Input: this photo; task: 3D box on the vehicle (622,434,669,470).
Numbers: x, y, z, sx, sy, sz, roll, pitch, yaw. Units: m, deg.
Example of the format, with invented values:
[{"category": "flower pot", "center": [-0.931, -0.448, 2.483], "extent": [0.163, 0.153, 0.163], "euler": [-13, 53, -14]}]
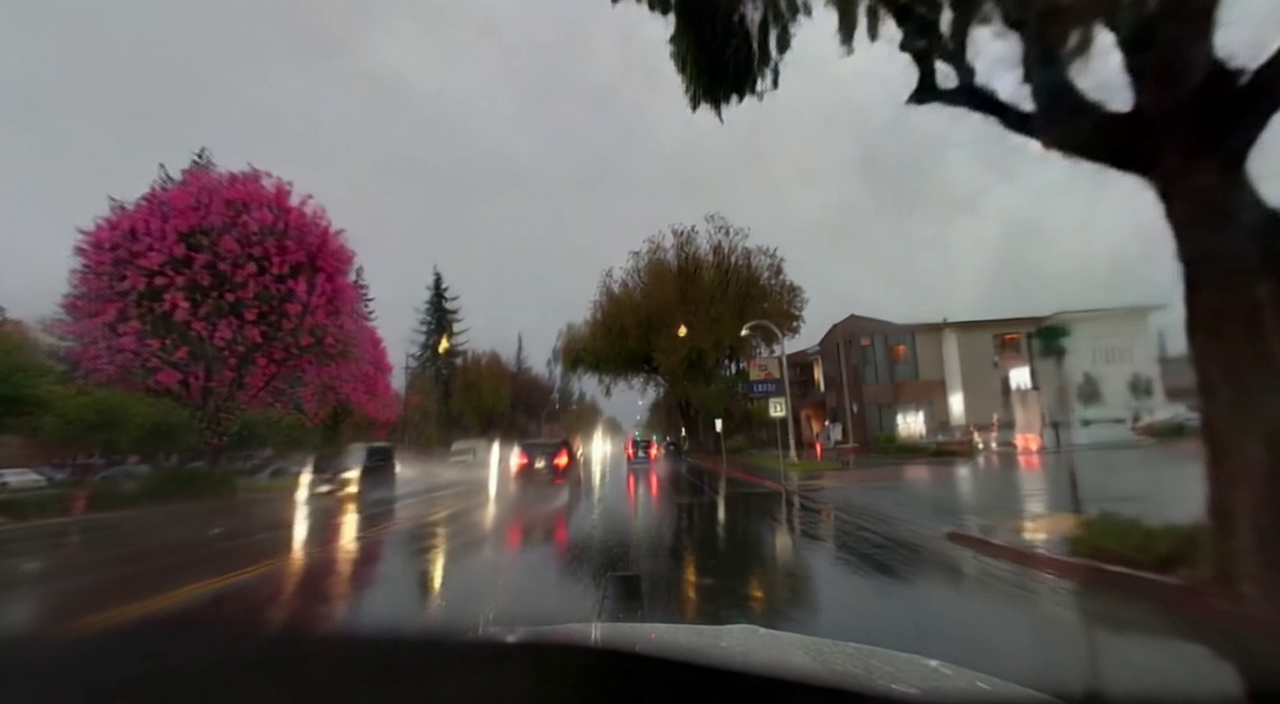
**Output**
[{"category": "vehicle", "center": [0.228, 5.391, 34.101], "extent": [2.376, 1.801, 4.317], "euler": [0, -8, -1]}]

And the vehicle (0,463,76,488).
[{"category": "vehicle", "center": [-42.257, 8.602, 44.052], "extent": [4.089, 1.565, 1.759], "euler": [0, -8, 0]}]

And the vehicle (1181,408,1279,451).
[{"category": "vehicle", "center": [23.088, 2.886, 23.218], "extent": [1.987, 1.465, 4.819], "euler": [0, -8, -2]}]

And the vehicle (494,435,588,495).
[{"category": "vehicle", "center": [-2.914, 3.439, 19.562], "extent": [2.167, 1.634, 4.220], "euler": [0, -8, 1]}]

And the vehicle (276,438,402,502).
[{"category": "vehicle", "center": [-9.533, 3.737, 20.452], "extent": [2.028, 1.825, 4.208], "euler": [0, -8, -1]}]
